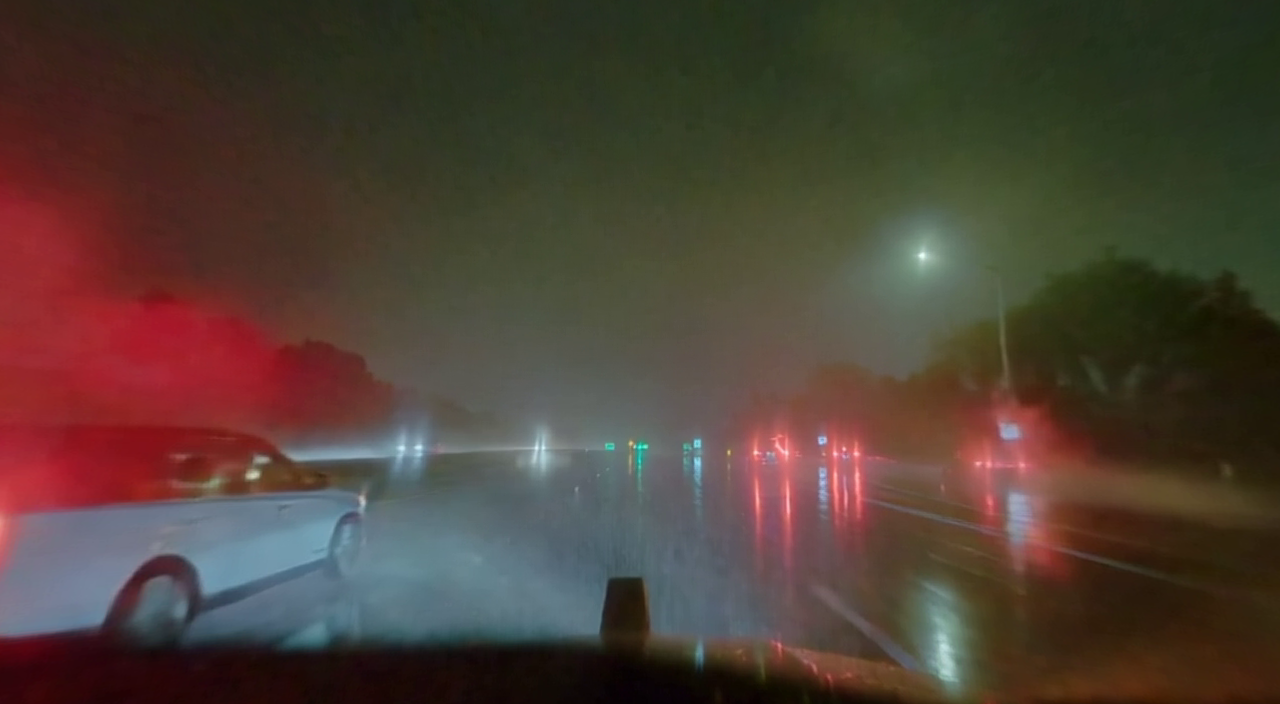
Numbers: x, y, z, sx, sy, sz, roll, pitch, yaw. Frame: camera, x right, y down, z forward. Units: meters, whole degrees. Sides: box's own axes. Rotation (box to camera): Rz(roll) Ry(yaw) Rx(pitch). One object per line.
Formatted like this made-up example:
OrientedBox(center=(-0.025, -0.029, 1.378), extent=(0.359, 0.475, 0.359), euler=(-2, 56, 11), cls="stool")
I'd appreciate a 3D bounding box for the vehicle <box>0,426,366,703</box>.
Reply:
OrientedBox(center=(-3.720, 1.284, 4.113), extent=(1.968, 1.504, 3.892), euler=(-1, -8, 2), cls="vehicle")
